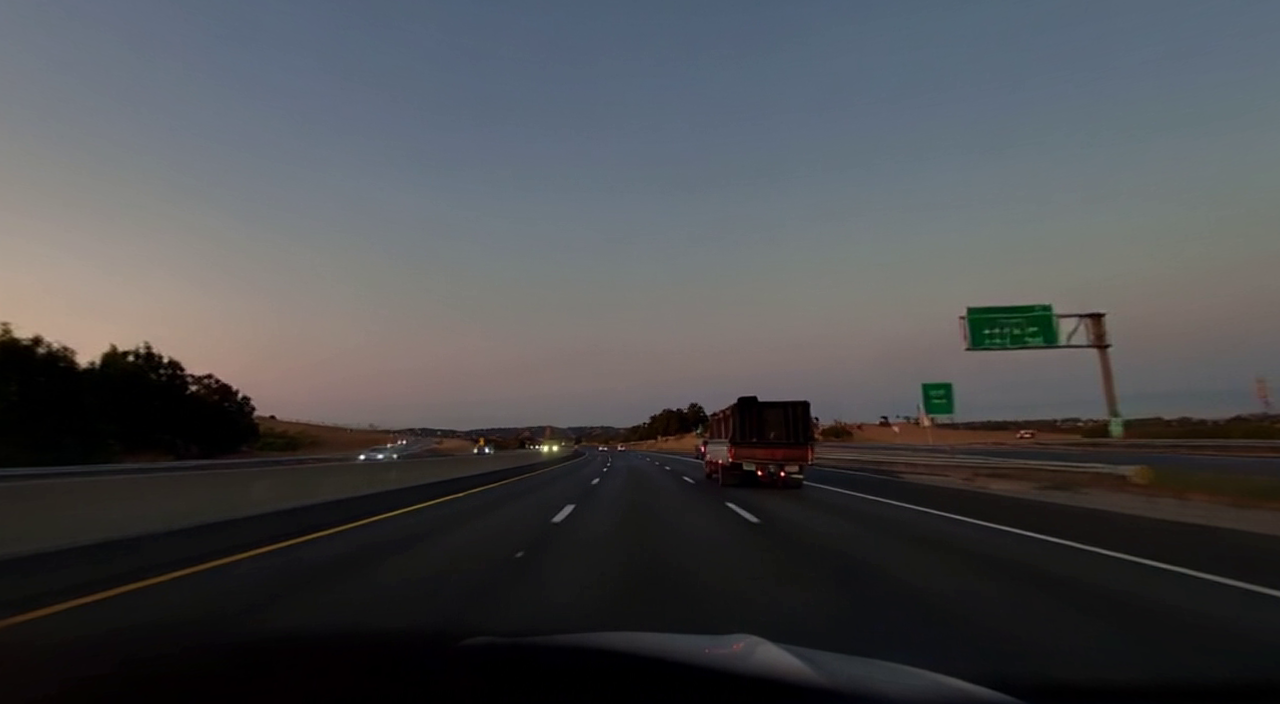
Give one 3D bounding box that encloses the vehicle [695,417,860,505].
[{"bbox_3d":[3.580,3.142,18.795,2.981,2.053,7.897,0,-9,-1],"label":"vehicle"}]
